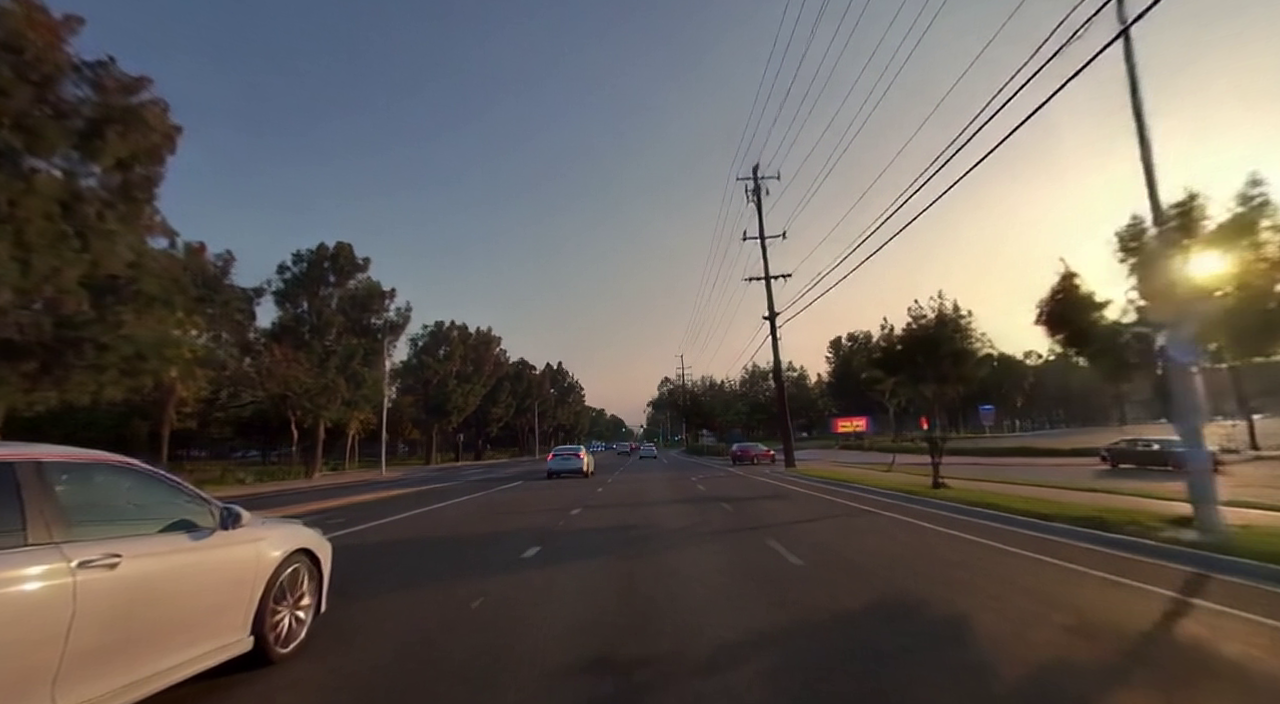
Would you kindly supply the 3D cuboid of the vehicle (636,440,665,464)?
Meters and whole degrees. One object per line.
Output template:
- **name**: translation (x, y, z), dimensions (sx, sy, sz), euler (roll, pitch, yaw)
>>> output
- **vehicle**: translation (0.775, 7.675, 48.559), dimensions (2.155, 1.781, 3.977), euler (0, -9, 1)

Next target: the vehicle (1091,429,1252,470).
- **vehicle**: translation (20.943, 3.857, 25.013), dimensions (4.392, 1.535, 2.131), euler (0, -9, 1)

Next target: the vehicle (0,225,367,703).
- **vehicle**: translation (-3.076, 0.539, 1.279), dimensions (2.381, 1.961, 5.563), euler (0, -9, 2)

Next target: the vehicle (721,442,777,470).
- **vehicle**: translation (6.408, 6.009, 36.629), dimensions (2.062, 1.541, 4.420), euler (-4, -9, 26)

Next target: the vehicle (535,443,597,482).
- **vehicle**: translation (-2.910, 4.457, 25.704), dimensions (1.982, 1.451, 4.152), euler (0, -9, 1)
